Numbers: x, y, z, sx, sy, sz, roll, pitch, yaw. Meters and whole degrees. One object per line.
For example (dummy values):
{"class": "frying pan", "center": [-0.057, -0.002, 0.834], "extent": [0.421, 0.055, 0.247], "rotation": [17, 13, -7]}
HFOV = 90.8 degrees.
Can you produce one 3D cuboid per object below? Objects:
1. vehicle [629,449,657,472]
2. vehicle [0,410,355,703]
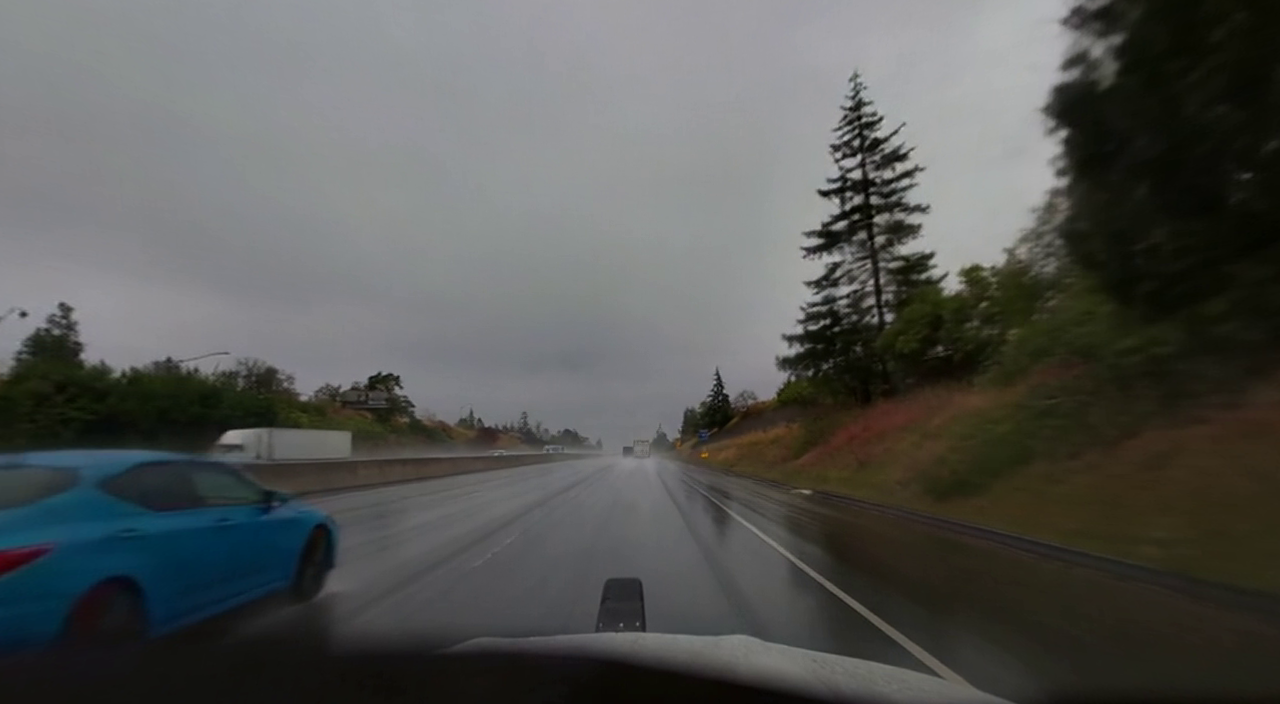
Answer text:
{"class": "vehicle", "center": [0.203, 7.475, 43.728], "extent": [1.908, 1.515, 3.871], "rotation": [0, -9, 0]}
{"class": "vehicle", "center": [-3.712, 1.194, 3.897], "extent": [1.978, 1.498, 4.080], "rotation": [0, -9, 0]}
